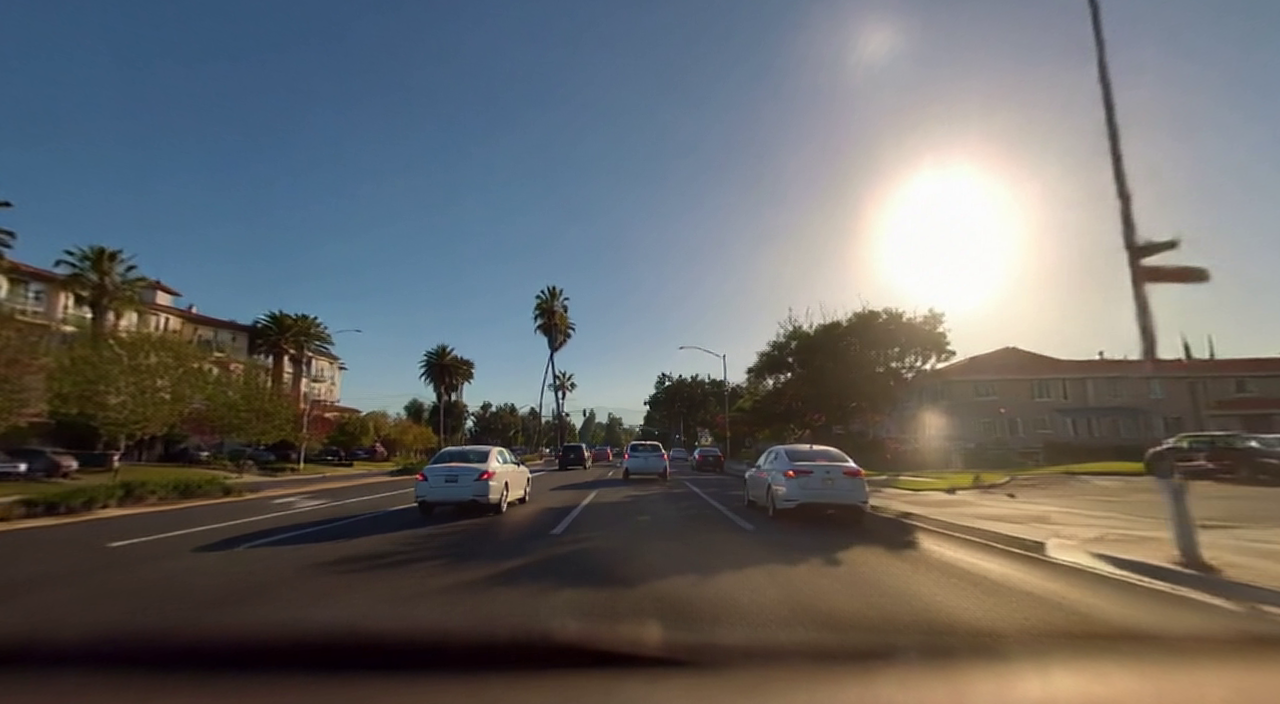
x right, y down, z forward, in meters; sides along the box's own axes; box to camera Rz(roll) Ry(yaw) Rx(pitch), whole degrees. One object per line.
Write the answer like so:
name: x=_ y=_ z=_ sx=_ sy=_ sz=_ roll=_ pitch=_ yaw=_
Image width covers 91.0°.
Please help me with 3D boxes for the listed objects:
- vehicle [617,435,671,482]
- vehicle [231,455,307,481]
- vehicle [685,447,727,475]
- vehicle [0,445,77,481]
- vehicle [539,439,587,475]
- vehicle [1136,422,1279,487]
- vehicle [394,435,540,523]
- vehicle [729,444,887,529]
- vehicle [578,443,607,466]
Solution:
vehicle: x=0.119 y=4.587 z=27.442 sx=2.164 sy=1.867 sz=4.254 roll=0 pitch=-8 yaw=-1
vehicle: x=-22.508 y=7.040 z=38.453 sx=1.827 sy=1.441 sz=4.660 roll=0 pitch=-8 yaw=0
vehicle: x=3.672 y=6.147 z=35.837 sx=1.880 sy=1.476 sz=3.932 roll=0 pitch=-8 yaw=-1
vehicle: x=-30.077 y=5.304 z=30.200 sx=4.123 sy=1.648 sz=2.053 roll=0 pitch=-8 yaw=1
vehicle: x=-3.845 y=5.350 z=32.213 sx=1.932 sy=1.695 sz=4.235 roll=0 pitch=-8 yaw=0
vehicle: x=18.571 y=3.237 z=20.177 sx=1.905 sy=1.833 sz=4.347 roll=0 pitch=-8 yaw=3
vehicle: x=-3.312 y=2.498 z=12.991 sx=1.864 sy=1.505 sz=4.202 roll=0 pitch=-8 yaw=-1
vehicle: x=3.288 y=2.710 z=13.430 sx=1.977 sy=1.480 sz=4.589 roll=0 pitch=-8 yaw=-2
vehicle: x=-3.617 y=7.869 z=48.379 sx=1.871 sy=1.673 sz=3.920 roll=0 pitch=-8 yaw=1
